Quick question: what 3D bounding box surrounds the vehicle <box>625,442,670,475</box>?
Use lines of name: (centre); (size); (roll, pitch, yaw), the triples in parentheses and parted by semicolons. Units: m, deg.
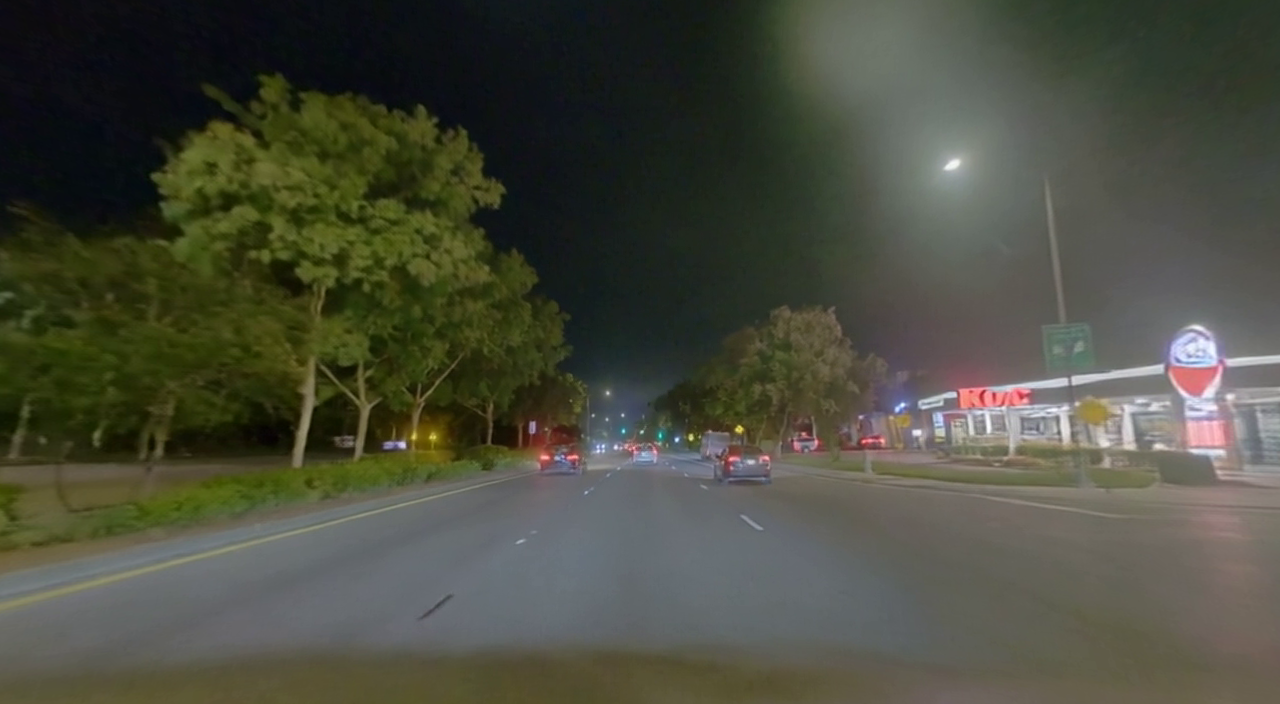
vehicle: (0.335, 5.182, 30.847); (2.059, 1.477, 4.216); (0, -8, 0)

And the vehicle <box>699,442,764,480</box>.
vehicle: (3.769, 4.557, 26.685); (2.012, 1.462, 4.400); (0, -8, -1)

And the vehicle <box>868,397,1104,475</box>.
vehicle: (14.838, 3.734, 27.685); (8.343, 3.028, 3.002); (-2, -9, 3)

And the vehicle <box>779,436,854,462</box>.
vehicle: (13.726, 7.543, 49.180); (5.144, 1.834, 2.188); (-2, -8, 2)

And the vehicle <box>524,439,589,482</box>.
vehicle: (-3.329, 4.407, 25.923); (1.995, 1.607, 4.086); (0, -8, 1)
